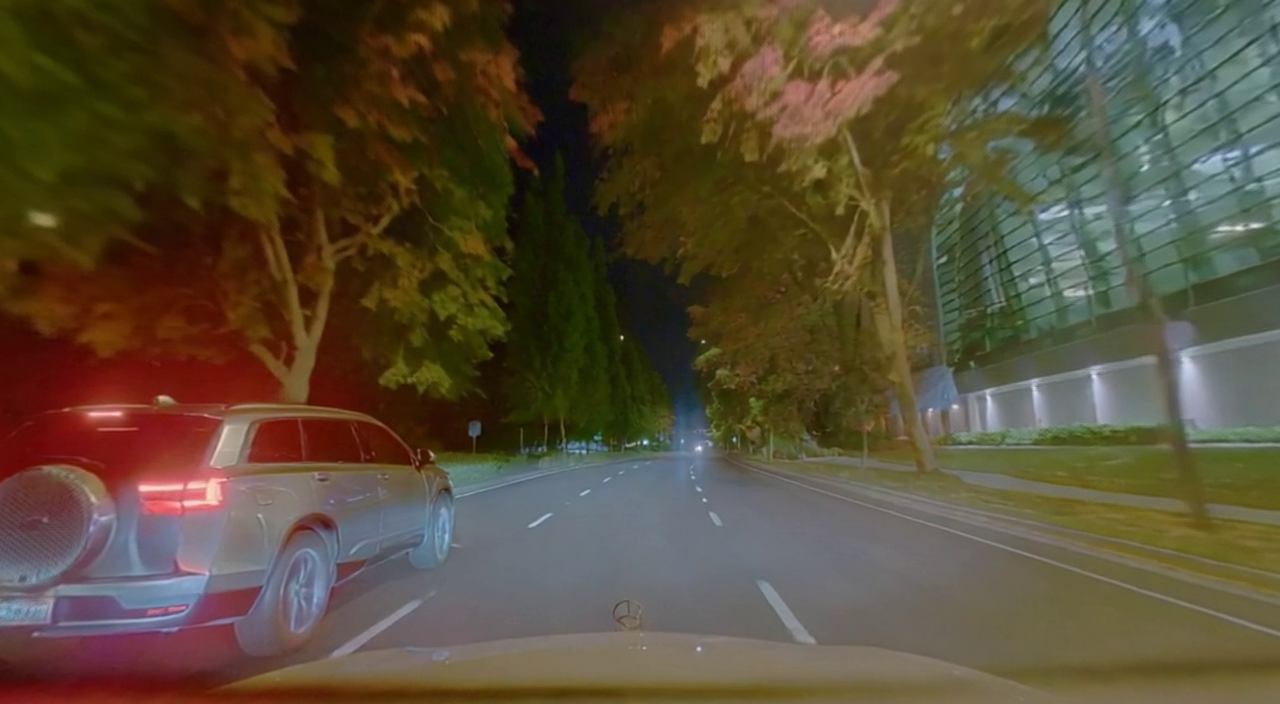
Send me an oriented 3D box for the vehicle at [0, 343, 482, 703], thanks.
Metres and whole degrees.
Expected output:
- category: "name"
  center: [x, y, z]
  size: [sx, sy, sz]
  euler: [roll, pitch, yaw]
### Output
- category: "vehicle"
  center: [-2.867, 1.142, 4.703]
  size: [2.067, 1.700, 4.561]
  euler: [0, -9, 2]
